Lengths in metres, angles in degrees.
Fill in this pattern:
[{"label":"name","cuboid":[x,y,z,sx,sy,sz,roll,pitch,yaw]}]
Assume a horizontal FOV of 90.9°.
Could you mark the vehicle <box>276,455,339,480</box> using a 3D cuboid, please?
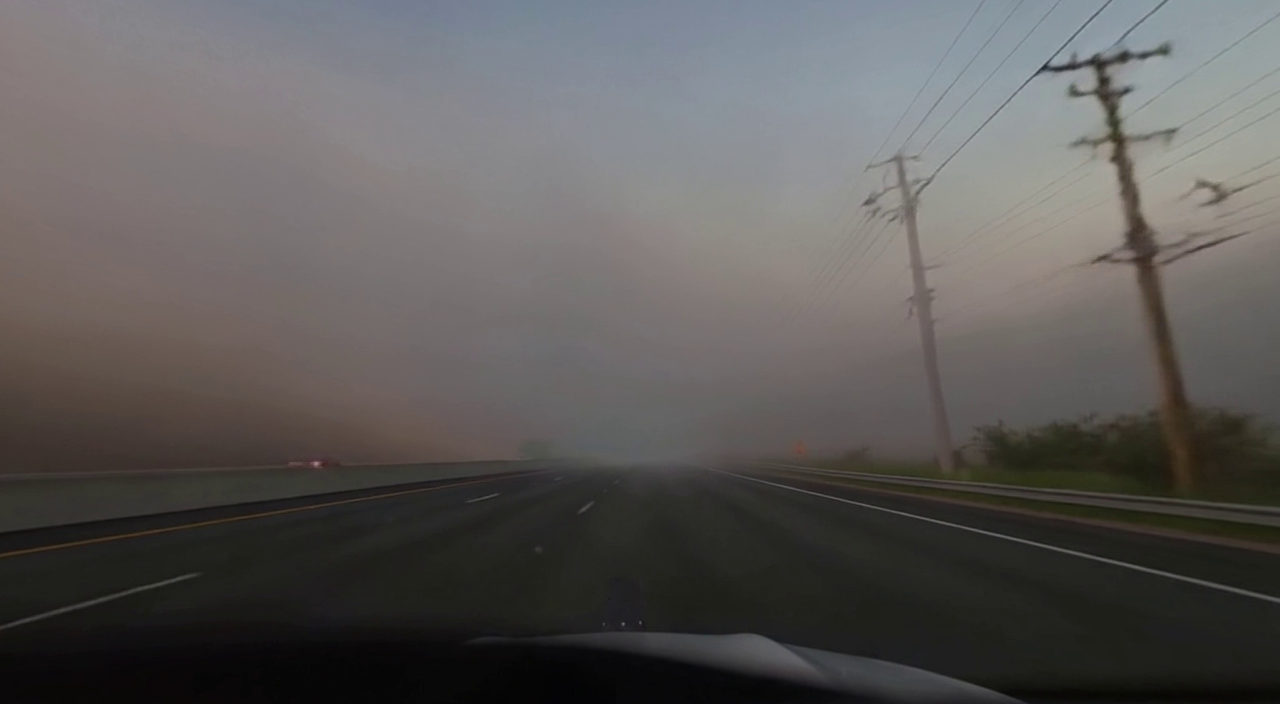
[{"label":"vehicle","cuboid":[-21.887,7.615,41.657,1.772,1.483,4.170,0,-9,1]}]
